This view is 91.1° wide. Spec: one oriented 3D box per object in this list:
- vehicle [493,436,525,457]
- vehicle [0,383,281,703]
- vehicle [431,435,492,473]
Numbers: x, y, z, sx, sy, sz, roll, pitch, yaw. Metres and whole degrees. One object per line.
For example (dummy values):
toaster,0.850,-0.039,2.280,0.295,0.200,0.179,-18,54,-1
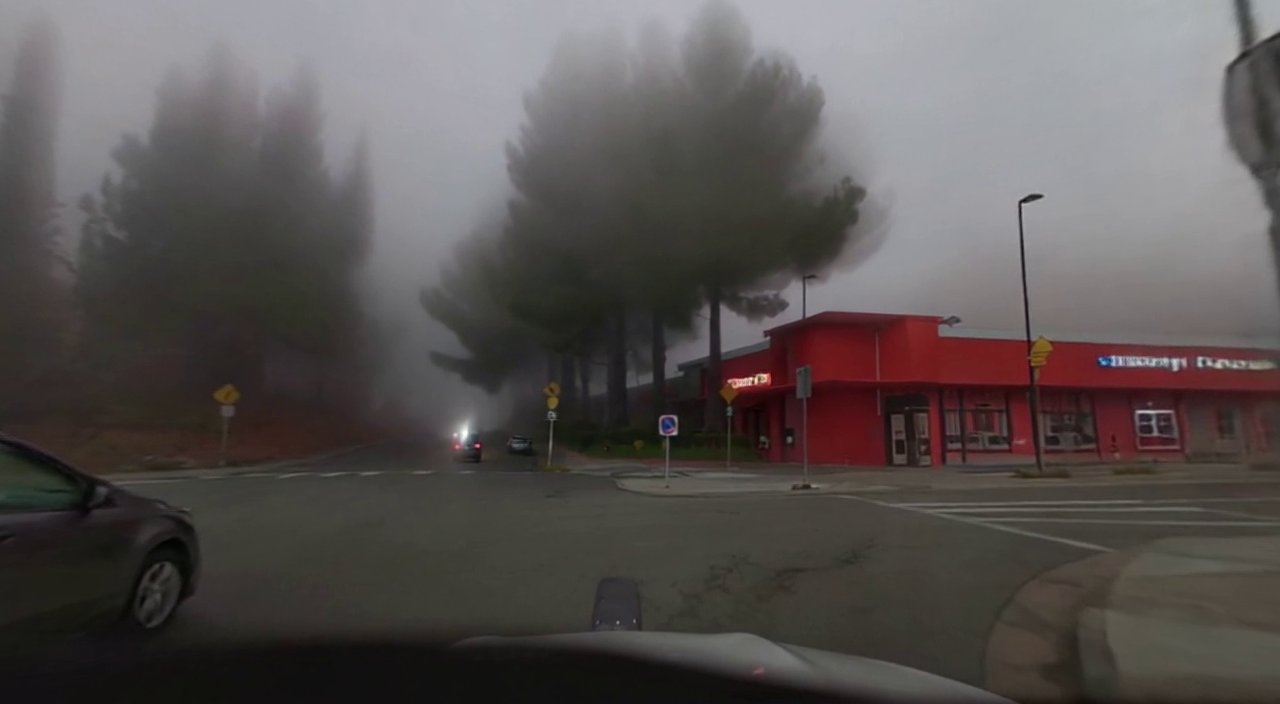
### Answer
vehicle,-9.827,7.095,47.330,1.742,1.504,3.771,0,-8,-2
vehicle,-3.735,0.923,3.008,1.853,1.478,4.381,1,-8,-7
vehicle,-7.362,4.216,26.321,1.962,1.424,4.289,1,-8,-10
